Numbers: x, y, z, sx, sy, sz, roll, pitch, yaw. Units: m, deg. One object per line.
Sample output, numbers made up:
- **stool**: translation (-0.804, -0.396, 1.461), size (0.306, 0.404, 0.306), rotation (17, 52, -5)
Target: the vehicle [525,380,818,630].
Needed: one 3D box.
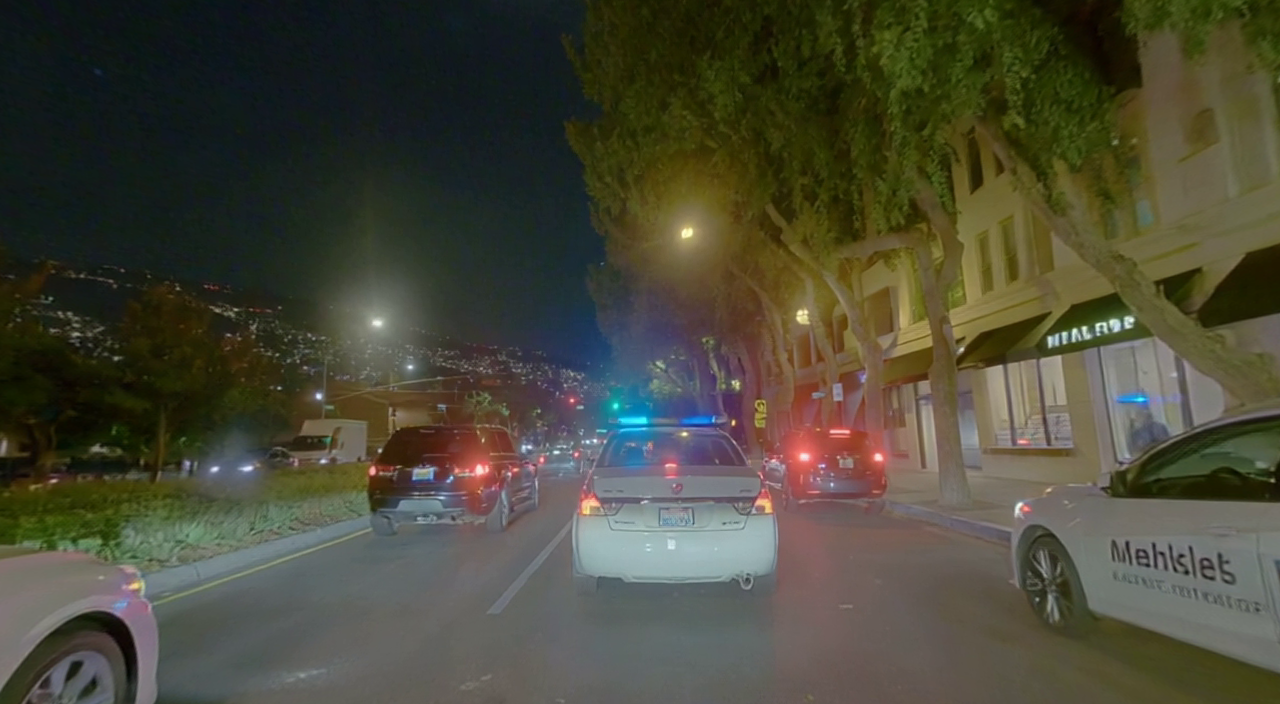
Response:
- **vehicle**: translation (0.212, 1.378, 6.564), size (2.075, 1.770, 4.018), rotation (0, -8, 0)

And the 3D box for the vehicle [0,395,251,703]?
- **vehicle**: translation (-2.896, 0.736, 0.972), size (1.908, 1.474, 4.257), rotation (0, -8, -1)

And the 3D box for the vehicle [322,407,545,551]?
- **vehicle**: translation (-2.951, 1.937, 10.289), size (2.135, 1.806, 4.514), rotation (0, -8, -1)

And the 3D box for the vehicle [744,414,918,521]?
- **vehicle**: translation (4.018, 2.552, 14.530), size (2.038, 1.865, 5.786), rotation (3, -9, -2)

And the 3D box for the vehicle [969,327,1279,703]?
- **vehicle**: translation (4.047, 0.912, 3.270), size (1.987, 1.877, 5.330), rotation (3, -8, 2)
